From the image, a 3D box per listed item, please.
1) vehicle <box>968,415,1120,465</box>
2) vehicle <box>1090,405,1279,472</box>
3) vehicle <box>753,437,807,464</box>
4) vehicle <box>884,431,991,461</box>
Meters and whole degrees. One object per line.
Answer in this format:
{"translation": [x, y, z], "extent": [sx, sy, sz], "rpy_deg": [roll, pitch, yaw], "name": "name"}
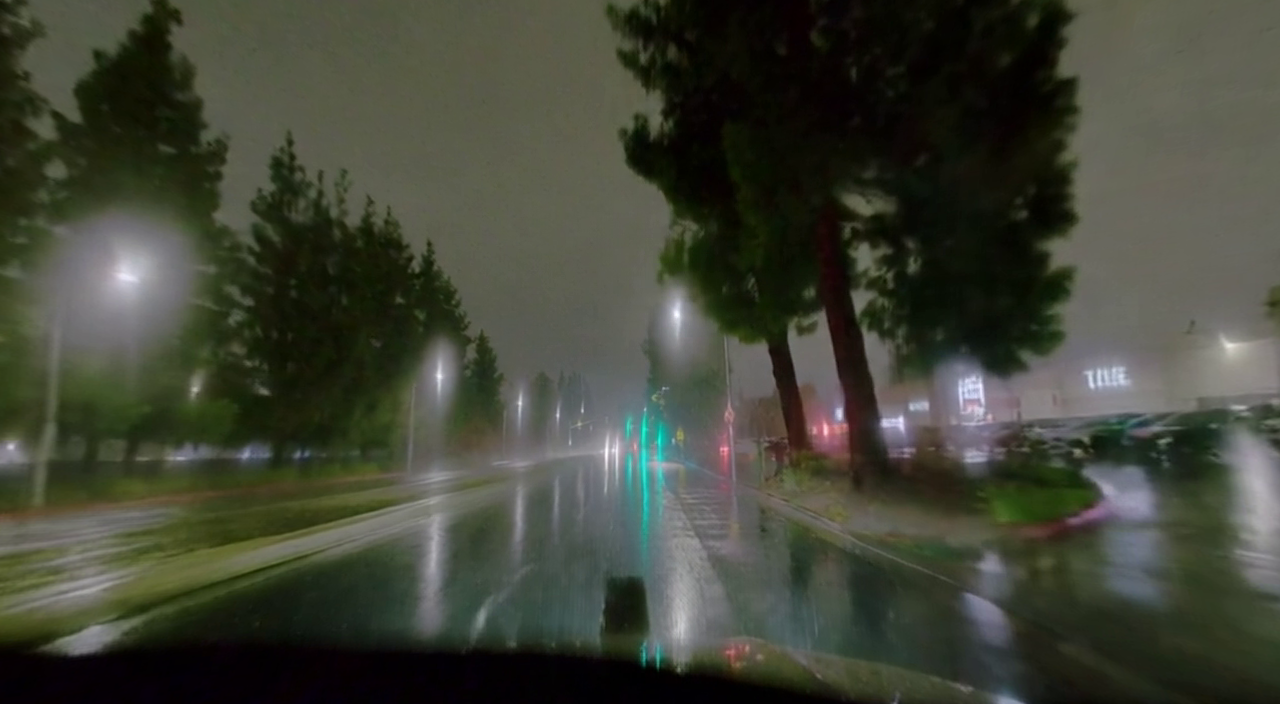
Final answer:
{"translation": [14.750, 3.290, 23.168], "extent": [4.387, 1.532, 1.930], "rpy_deg": [-9, -12, 34], "name": "vehicle"}
{"translation": [15.314, 2.314, 16.925], "extent": [4.952, 1.486, 2.011], "rpy_deg": [-9, -10, 30], "name": "vehicle"}
{"translation": [8.228, 5.865, 37.479], "extent": [2.056, 1.449, 4.679], "rpy_deg": [-1, -8, -1], "name": "vehicle"}
{"translation": [14.941, 4.729, 31.739], "extent": [4.631, 1.384, 1.906], "rpy_deg": [-5, -10, 32], "name": "vehicle"}
